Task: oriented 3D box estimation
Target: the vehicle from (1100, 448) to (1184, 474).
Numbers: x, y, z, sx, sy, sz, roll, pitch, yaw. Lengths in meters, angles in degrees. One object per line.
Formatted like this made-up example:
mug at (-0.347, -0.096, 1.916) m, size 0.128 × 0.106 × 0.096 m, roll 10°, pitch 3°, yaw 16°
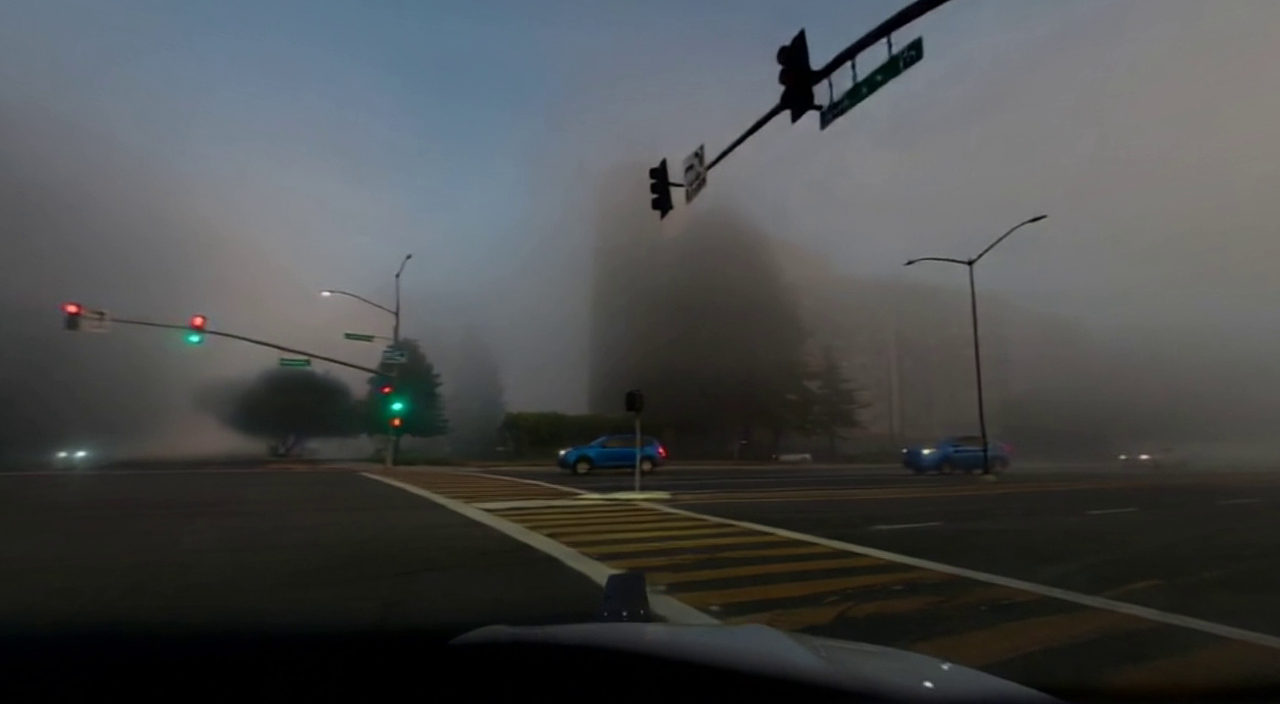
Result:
vehicle at (31.194, 6.750, 39.030) m, size 4.763 × 1.490 × 1.915 m, roll 3°, pitch -9°, yaw -23°

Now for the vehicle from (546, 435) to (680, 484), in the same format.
vehicle at (-1.036, 4.150, 24.530) m, size 4.820 × 1.751 × 2.050 m, roll 4°, pitch -9°, yaw -25°

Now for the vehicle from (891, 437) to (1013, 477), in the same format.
vehicle at (16.120, 5.385, 32.441) m, size 5.841 × 1.890 × 2.273 m, roll 4°, pitch -9°, yaw -23°
